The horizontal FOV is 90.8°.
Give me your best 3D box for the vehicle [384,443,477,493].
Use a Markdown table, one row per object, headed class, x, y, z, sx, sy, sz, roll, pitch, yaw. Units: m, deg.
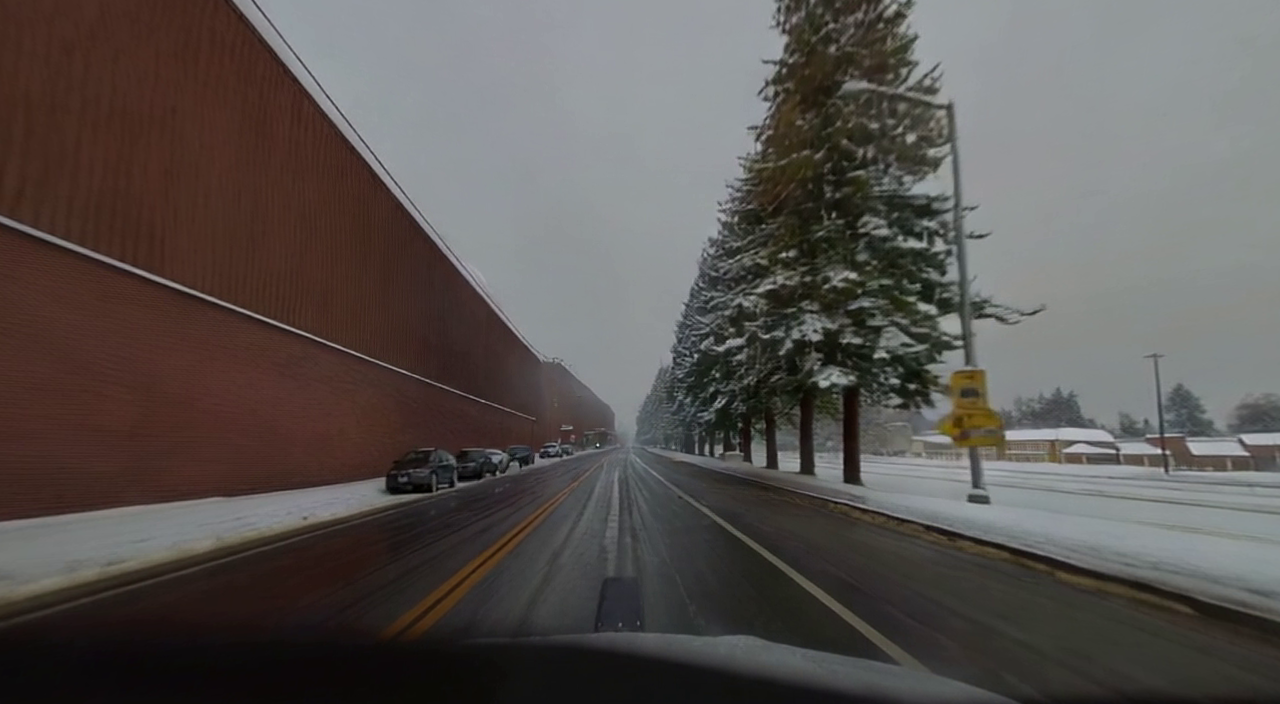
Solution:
| class | x | y | z | sx | sy | sz | roll | pitch | yaw |
| --- | --- | --- | --- | --- | --- | --- | --- | --- | --- |
| vehicle | -7.342 | 4.081 | 22.679 | 1.899 | 1.485 | 4.593 | 2 | -8 | -2 |
